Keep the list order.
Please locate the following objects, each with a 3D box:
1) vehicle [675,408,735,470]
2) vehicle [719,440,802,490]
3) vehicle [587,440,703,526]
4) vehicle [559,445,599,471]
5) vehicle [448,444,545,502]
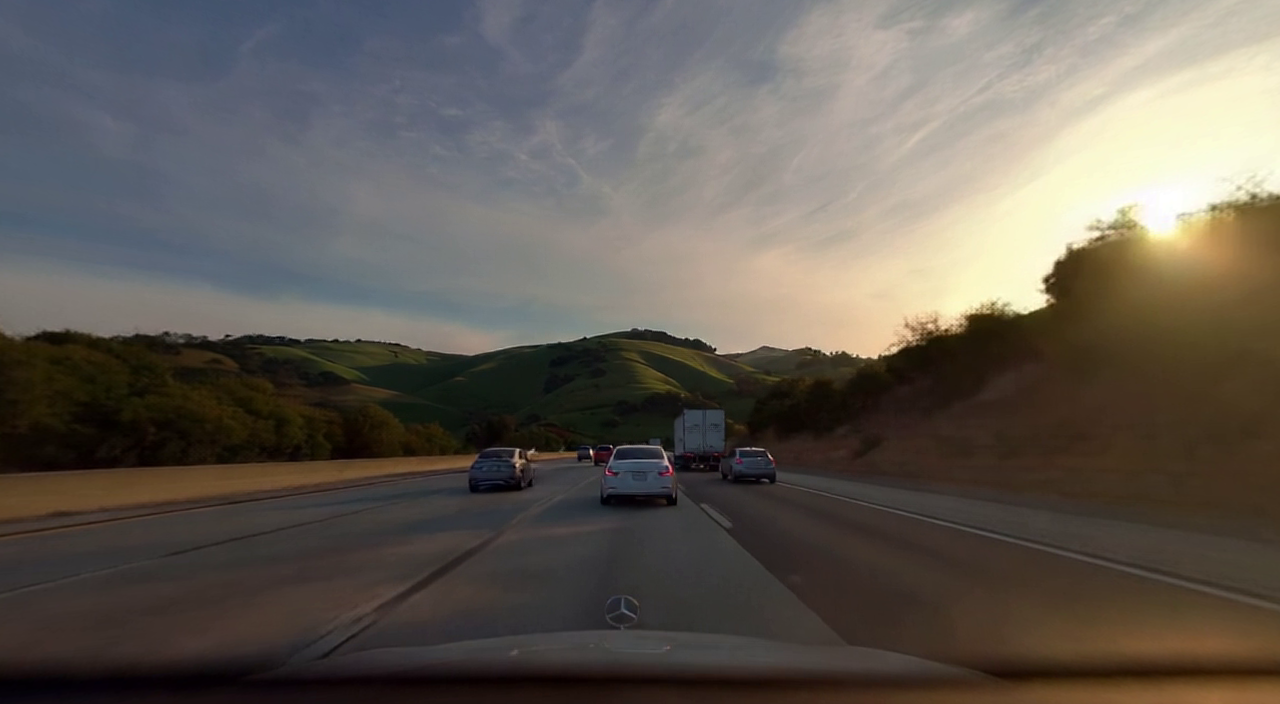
[{"bbox_3d":[4.752,7.027,49.803,3.194,4.038,16.301,0,-9,1],"label":"vehicle"},{"bbox_3d":[4.142,3.986,22.473,2.029,1.579,4.484,0,-9,-1],"label":"vehicle"},{"bbox_3d":[0.099,2.606,13.007,2.041,1.484,3.535,0,-9,0],"label":"vehicle"},{"bbox_3d":[-4.037,7.144,42.607,2.211,1.669,4.224,0,-9,1],"label":"vehicle"},{"bbox_3d":[-4.058,3.483,18.450,1.848,1.486,3.832,0,-9,1],"label":"vehicle"}]
